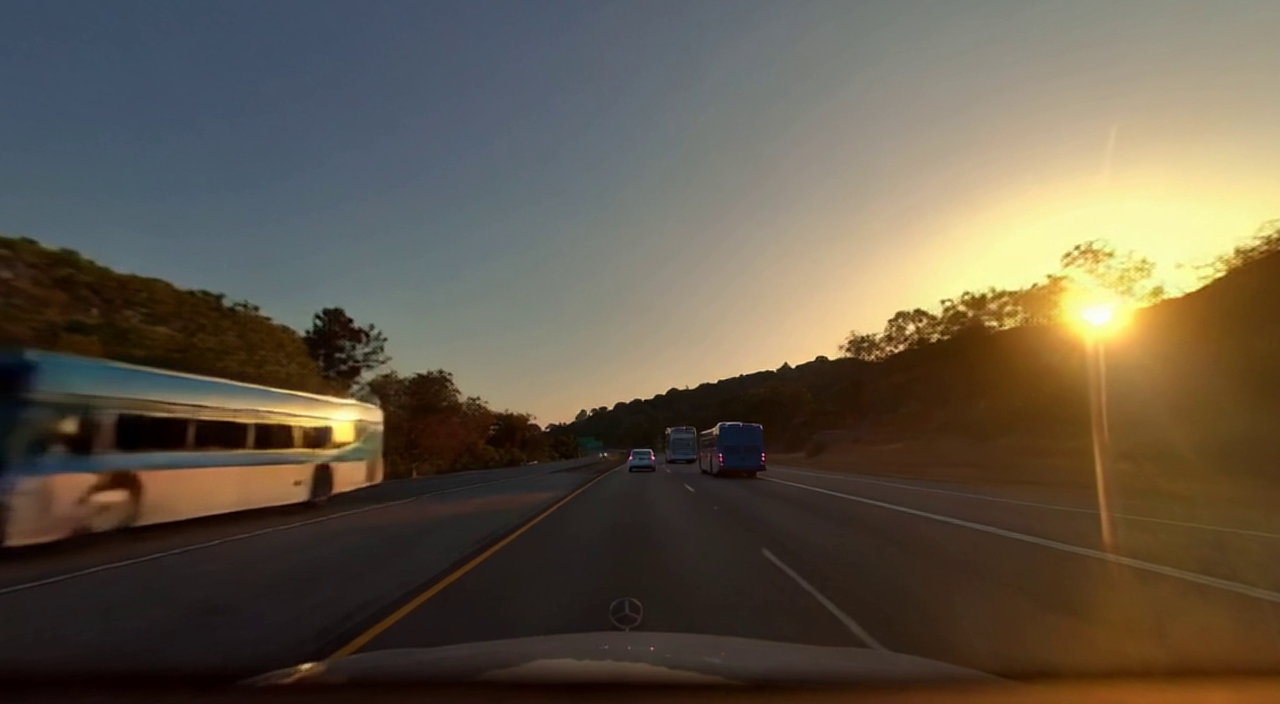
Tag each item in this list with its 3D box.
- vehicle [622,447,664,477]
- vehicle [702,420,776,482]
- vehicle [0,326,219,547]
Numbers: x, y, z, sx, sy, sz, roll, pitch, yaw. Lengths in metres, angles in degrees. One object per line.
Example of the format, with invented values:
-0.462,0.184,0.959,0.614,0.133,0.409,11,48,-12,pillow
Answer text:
0.132,5.617,32.307,2.004,1.449,3.817,0,-9,0,vehicle
4.467,4.624,29.489,2.440,2.555,5.957,0,-9,0,vehicle
-13.207,1.958,14.127,2.999,4.011,6.198,0,-9,1,vehicle
